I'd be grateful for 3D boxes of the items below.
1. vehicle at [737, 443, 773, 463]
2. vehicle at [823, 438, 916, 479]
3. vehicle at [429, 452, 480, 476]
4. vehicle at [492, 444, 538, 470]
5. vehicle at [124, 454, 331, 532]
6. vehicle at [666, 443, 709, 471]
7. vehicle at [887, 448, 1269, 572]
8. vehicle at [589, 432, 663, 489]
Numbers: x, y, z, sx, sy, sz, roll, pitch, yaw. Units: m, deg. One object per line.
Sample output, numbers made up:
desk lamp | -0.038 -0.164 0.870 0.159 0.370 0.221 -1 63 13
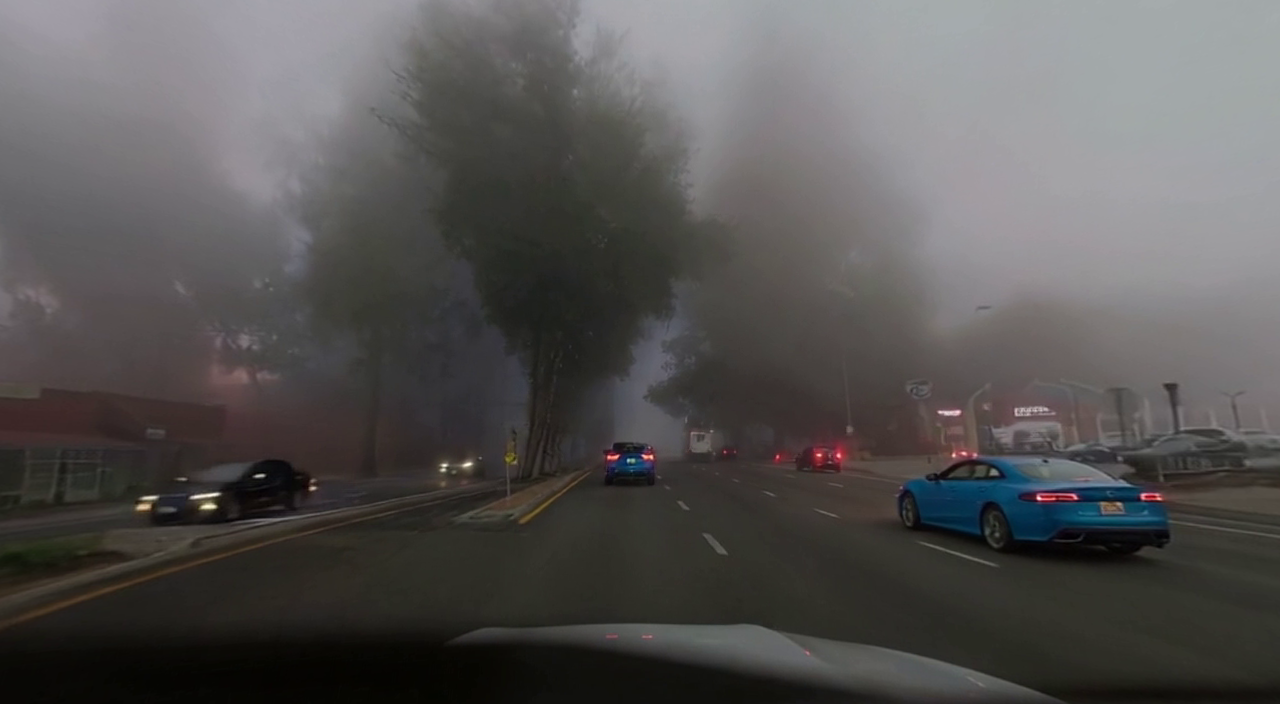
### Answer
vehicle | 9.022 7.964 49.802 1.919 1.506 4.442 0 -9 -1
vehicle | 9.036 4.225 25.325 2.045 1.484 4.342 0 -9 -1
vehicle | -12.610 7.622 43.204 1.978 1.499 4.779 0 -9 1
vehicle | -9.374 7.900 47.727 2.356 1.885 4.920 -1 -9 1
vehicle | -9.638 3.278 15.330 1.989 1.542 4.435 0 -9 1
vehicle | 2.611 5.933 36.001 2.078 1.471 4.142 0 -9 -1
vehicle | 5.574 2.033 8.990 2.258 1.294 4.312 0 -9 -2
vehicle | -0.478 3.681 21.702 2.266 1.762 4.131 0 -9 -1
